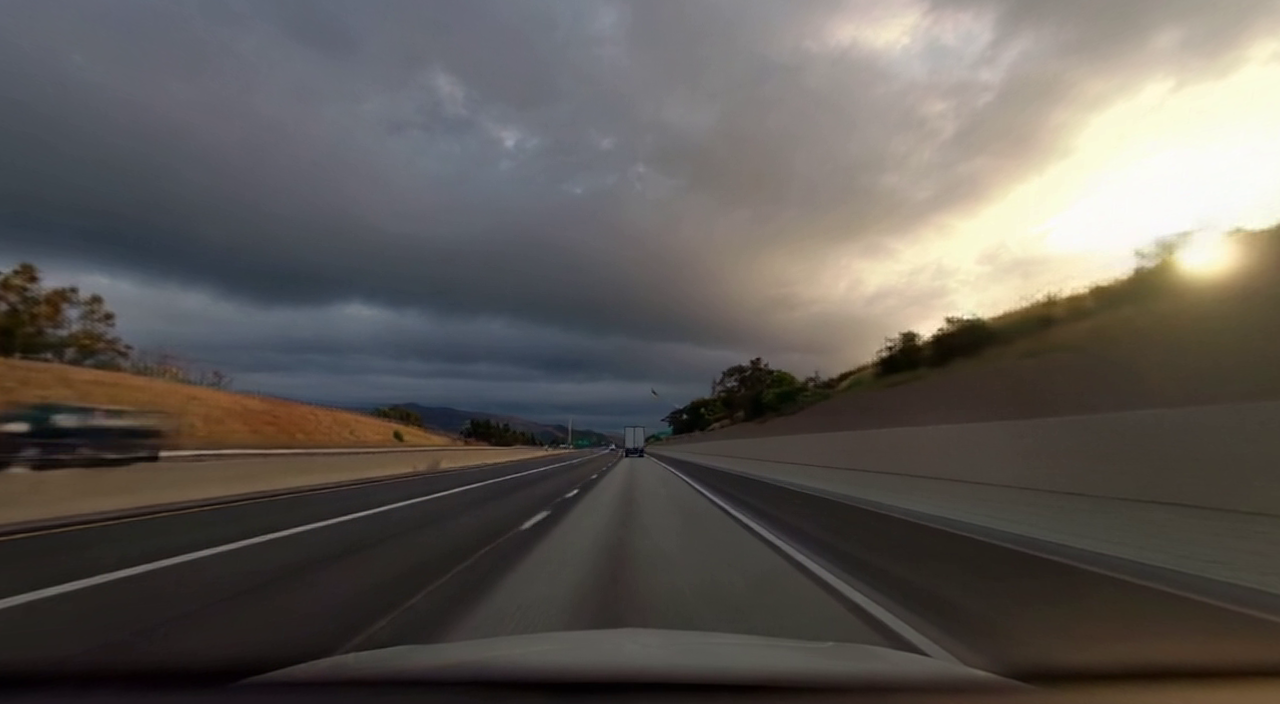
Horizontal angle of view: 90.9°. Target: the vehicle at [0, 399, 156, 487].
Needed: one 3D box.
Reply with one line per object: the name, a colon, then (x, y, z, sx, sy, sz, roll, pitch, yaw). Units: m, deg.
vehicle: (-19.206, 2.973, 20.409, 2.487, 2.425, 5.746, 0, -9, -1)
